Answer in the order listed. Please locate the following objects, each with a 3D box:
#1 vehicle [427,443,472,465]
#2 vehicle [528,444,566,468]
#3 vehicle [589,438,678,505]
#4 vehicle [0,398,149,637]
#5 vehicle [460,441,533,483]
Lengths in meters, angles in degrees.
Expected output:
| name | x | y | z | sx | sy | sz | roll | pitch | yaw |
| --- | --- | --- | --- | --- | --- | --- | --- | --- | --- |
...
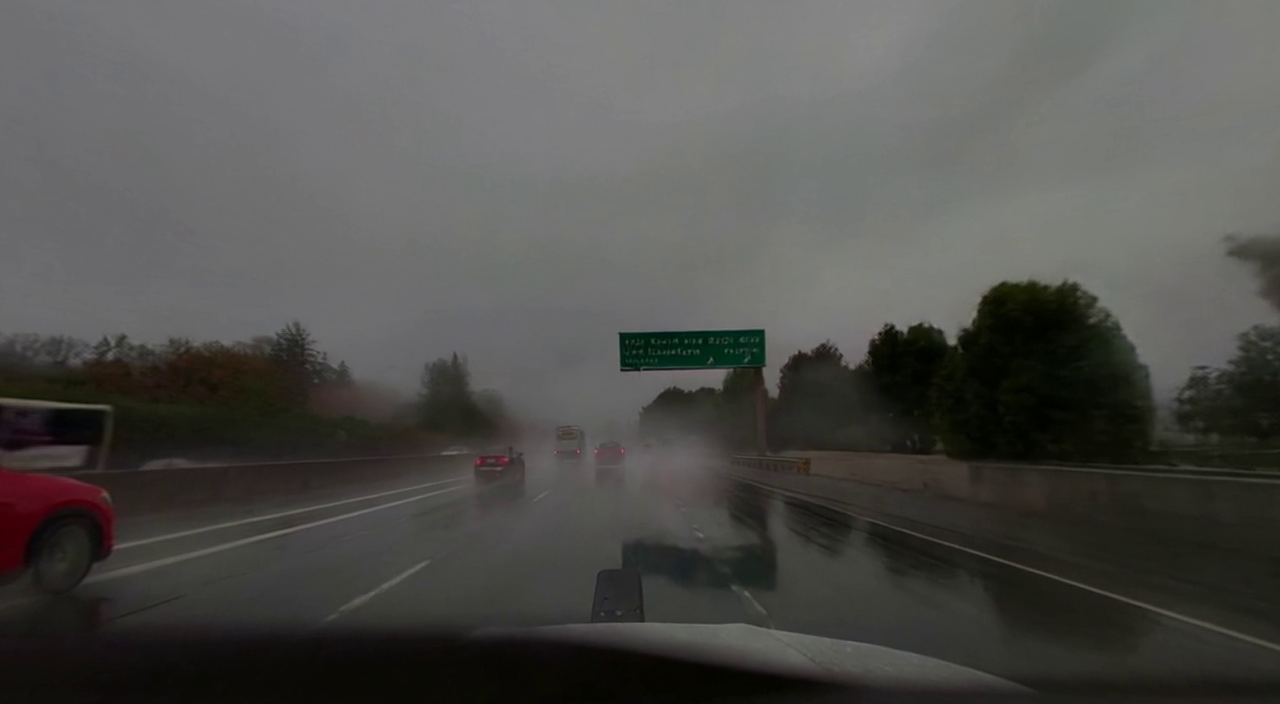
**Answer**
| name | x | y | z | sx | sy | sz | roll | pitch | yaw |
| --- | --- | --- | --- | --- | --- | --- | --- | --- | --- |
| vehicle | -14.645 | 7.850 | 48.616 | 2.121 | 1.609 | 4.678 | 0 | -9 | -1 |
| vehicle | -5.809 | 6.549 | 39.720 | 1.814 | 1.417 | 3.860 | 0 | -9 | 0 |
| vehicle | -0.182 | 2.892 | 15.578 | 1.940 | 1.451 | 3.512 | 0 | -9 | -1 |
| vehicle | -5.398 | 1.019 | 3.511 | 2.058 | 1.626 | 4.118 | 0 | -9 | -2 |
| vehicle | -5.509 | 4.263 | 24.667 | 1.892 | 1.481 | 4.180 | 0 | -9 | -1 |
